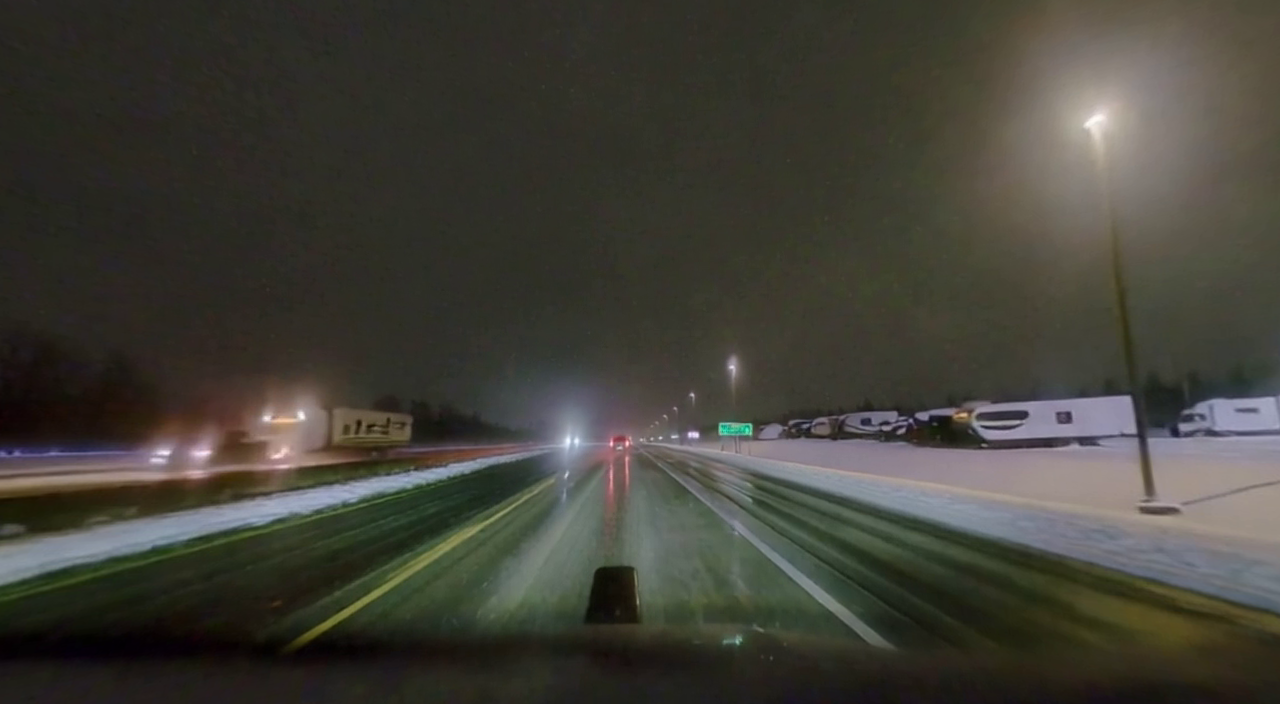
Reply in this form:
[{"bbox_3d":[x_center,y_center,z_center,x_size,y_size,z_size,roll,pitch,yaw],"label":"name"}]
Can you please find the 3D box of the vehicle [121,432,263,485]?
[{"bbox_3d":[-17.619,4.165,25.130,2.077,1.896,5.013,0,-8,-1],"label":"vehicle"}]
